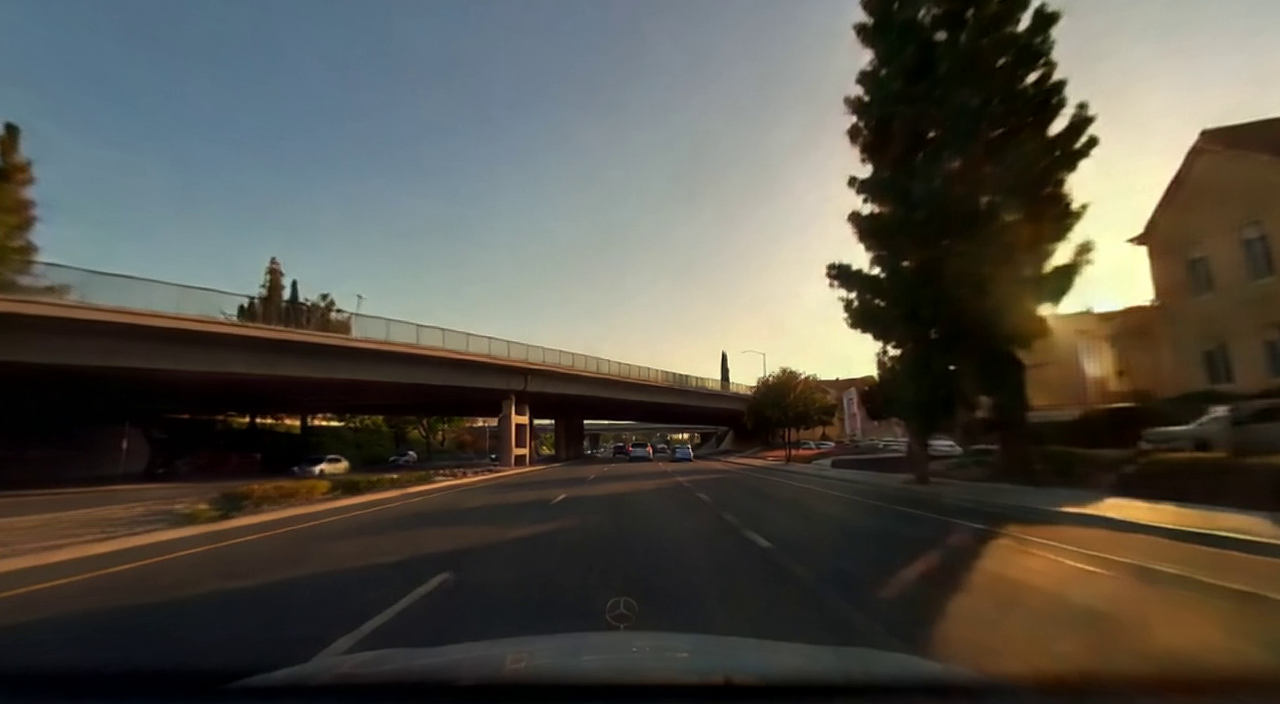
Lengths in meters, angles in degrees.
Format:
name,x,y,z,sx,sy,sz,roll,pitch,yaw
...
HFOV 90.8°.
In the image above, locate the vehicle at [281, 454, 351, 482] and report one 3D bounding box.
name,x,y,z,sx,sy,sz,roll,pitch,yaw
vehicle,-18.524,6.646,36.358,1.805,1.444,4.221,0,-8,0
